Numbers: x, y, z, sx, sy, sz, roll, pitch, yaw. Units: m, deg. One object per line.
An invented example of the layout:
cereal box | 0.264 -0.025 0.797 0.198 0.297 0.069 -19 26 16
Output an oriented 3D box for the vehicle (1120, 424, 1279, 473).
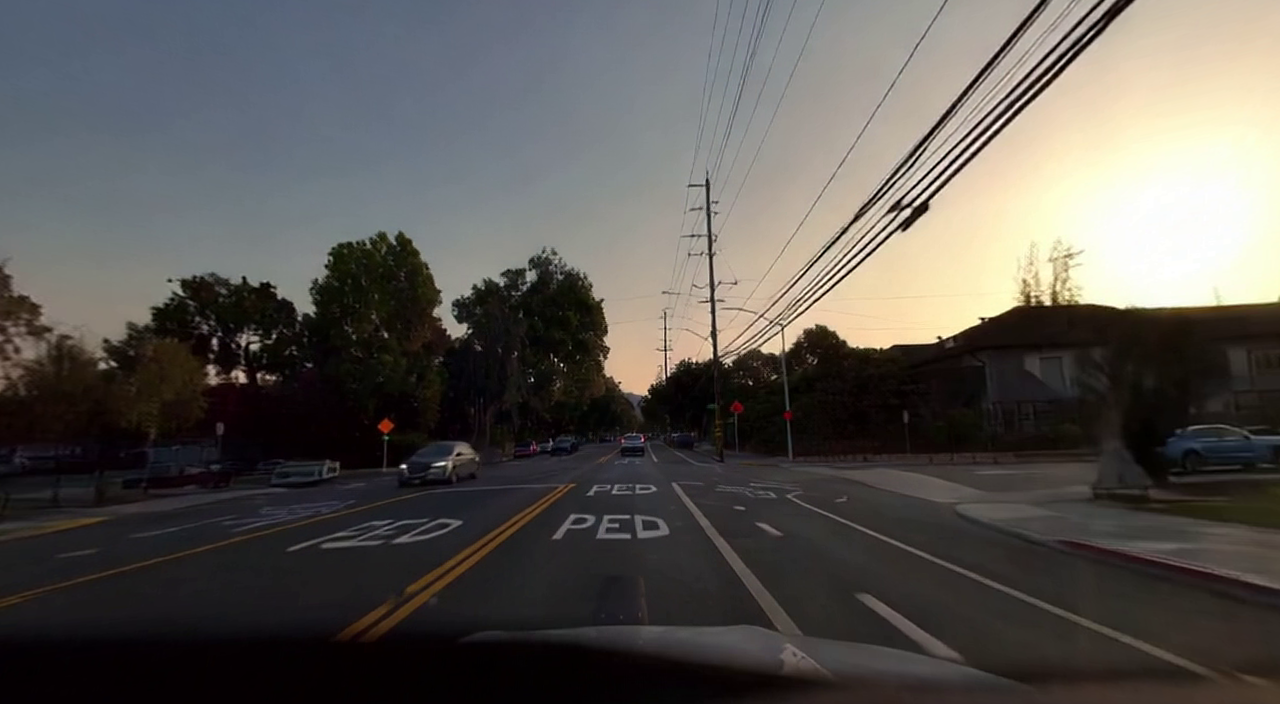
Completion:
vehicle | 18.623 3.151 20.650 4.292 1.489 1.895 0 -8 -1

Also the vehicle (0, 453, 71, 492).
vehicle | -36.549 6.960 36.721 2.162 2.070 5.031 0 -8 1

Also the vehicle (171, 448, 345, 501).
vehicle | -14.132 4.528 23.631 5.190 1.502 2.085 -4 -8 -1

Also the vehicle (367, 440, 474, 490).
vehicle | -7.200 3.739 21.307 2.034 1.464 4.438 0 -8 0

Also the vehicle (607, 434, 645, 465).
vehicle | -0.690 4.993 32.438 1.877 1.448 3.830 0 -8 0

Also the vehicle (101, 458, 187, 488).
vehicle | -28.188 6.842 36.052 1.806 1.503 3.853 0 -8 -2
